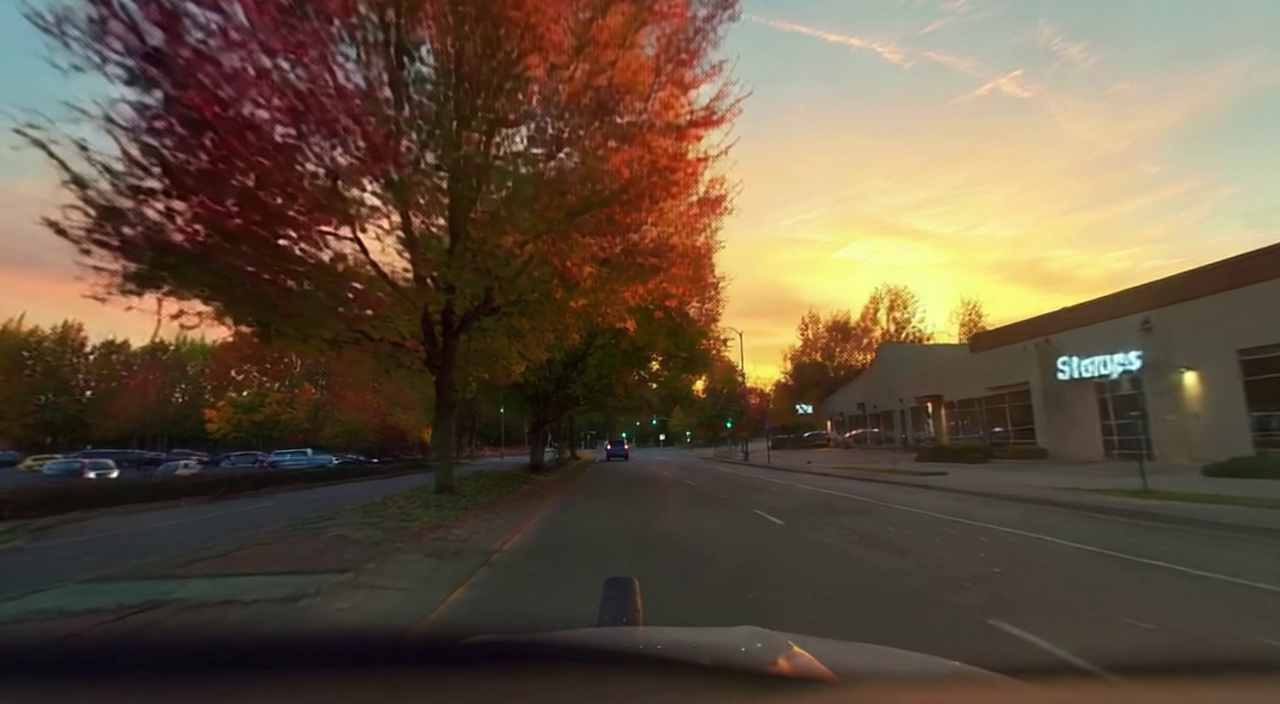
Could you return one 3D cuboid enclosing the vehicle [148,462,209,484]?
[{"bbox_3d":[-36.244,9.514,49.639,1.784,1.536,3.893,0,-8,0],"label":"vehicle"}]
